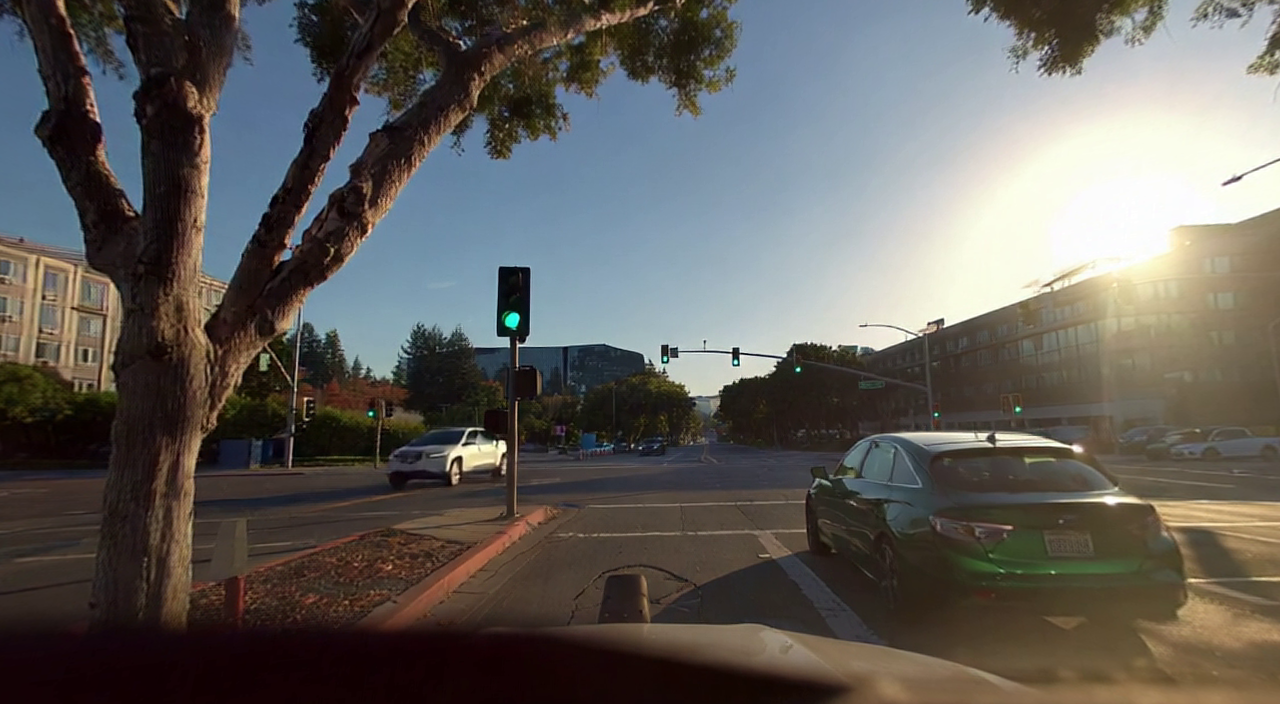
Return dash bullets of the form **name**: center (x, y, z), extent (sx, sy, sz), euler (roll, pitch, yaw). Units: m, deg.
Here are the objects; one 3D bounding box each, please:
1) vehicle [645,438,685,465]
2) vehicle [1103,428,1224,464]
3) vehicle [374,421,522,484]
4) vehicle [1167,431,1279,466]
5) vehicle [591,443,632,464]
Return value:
- **vehicle**: center (1.753, 6.773, 43.248), extent (2.197, 1.739, 4.177), euler (-2, -8, 10)
- **vehicle**: center (25.940, 4.665, 31.344), extent (4.441, 1.674, 2.035), euler (1, -8, -8)
- **vehicle**: center (-7.834, 4.291, 27.387), extent (2.775, 2.246, 9.043), euler (-1, -8, 6)
- **vehicle**: center (26.288, 4.249, 27.882), extent (4.644, 1.470, 1.922), euler (1, -8, -10)
- **vehicle**: center (-2.012, 7.320, 45.676), extent (2.076, 1.476, 3.873), euler (-2, -8, 12)
